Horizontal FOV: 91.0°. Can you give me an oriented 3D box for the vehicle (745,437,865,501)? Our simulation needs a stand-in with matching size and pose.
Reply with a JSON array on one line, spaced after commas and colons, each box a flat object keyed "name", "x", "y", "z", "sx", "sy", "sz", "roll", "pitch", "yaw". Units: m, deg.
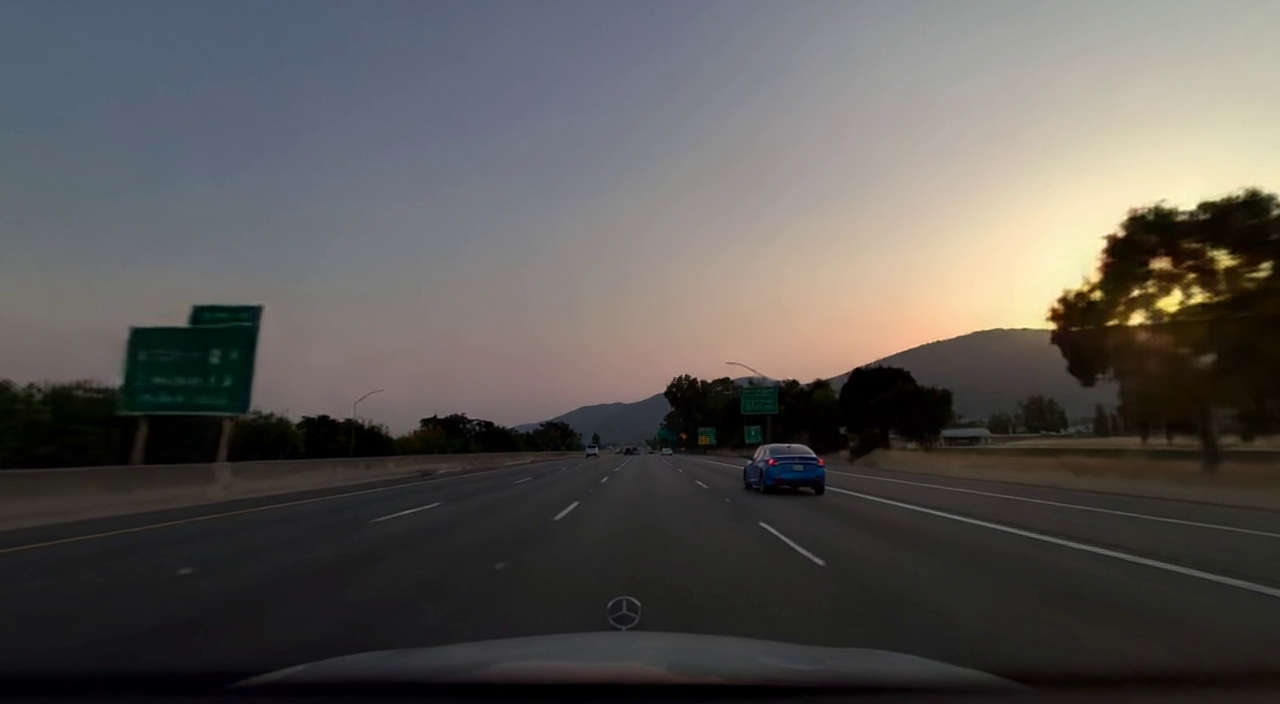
[{"name": "vehicle", "x": 4.299, "y": 3.135, "z": 17.229, "sx": 2.033, "sy": 1.501, "sz": 4.398, "roll": 0, "pitch": -9, "yaw": -1}]
